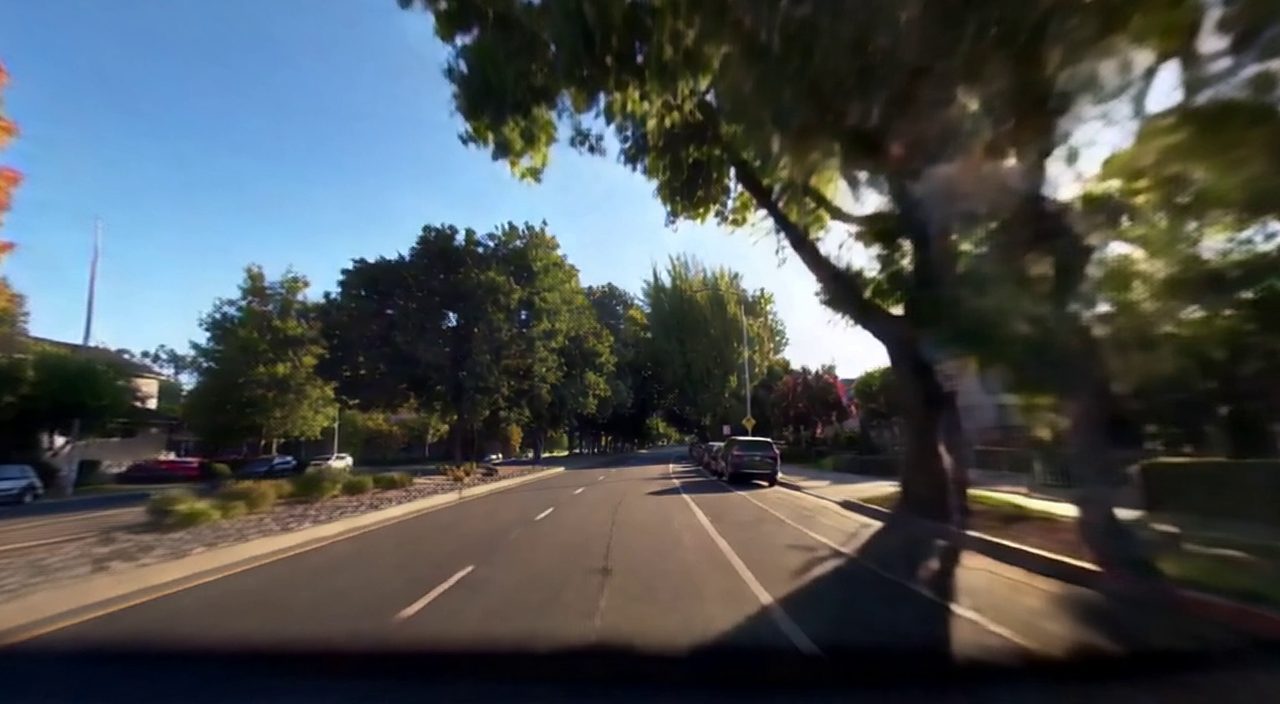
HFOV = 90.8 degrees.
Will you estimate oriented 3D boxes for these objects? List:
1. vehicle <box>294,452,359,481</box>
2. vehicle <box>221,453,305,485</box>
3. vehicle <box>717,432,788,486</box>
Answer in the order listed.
[{"bbox_3d":[-22.952,8.349,46.487,2.171,1.745,4.867,-2,-7,2],"label":"vehicle"},{"bbox_3d":[-23.601,7.328,39.794,2.120,1.824,4.908,-1,-9,2],"label":"vehicle"},{"bbox_3d":[3.900,3.806,22.647,2.013,1.710,4.403,-1,-9,4],"label":"vehicle"}]
